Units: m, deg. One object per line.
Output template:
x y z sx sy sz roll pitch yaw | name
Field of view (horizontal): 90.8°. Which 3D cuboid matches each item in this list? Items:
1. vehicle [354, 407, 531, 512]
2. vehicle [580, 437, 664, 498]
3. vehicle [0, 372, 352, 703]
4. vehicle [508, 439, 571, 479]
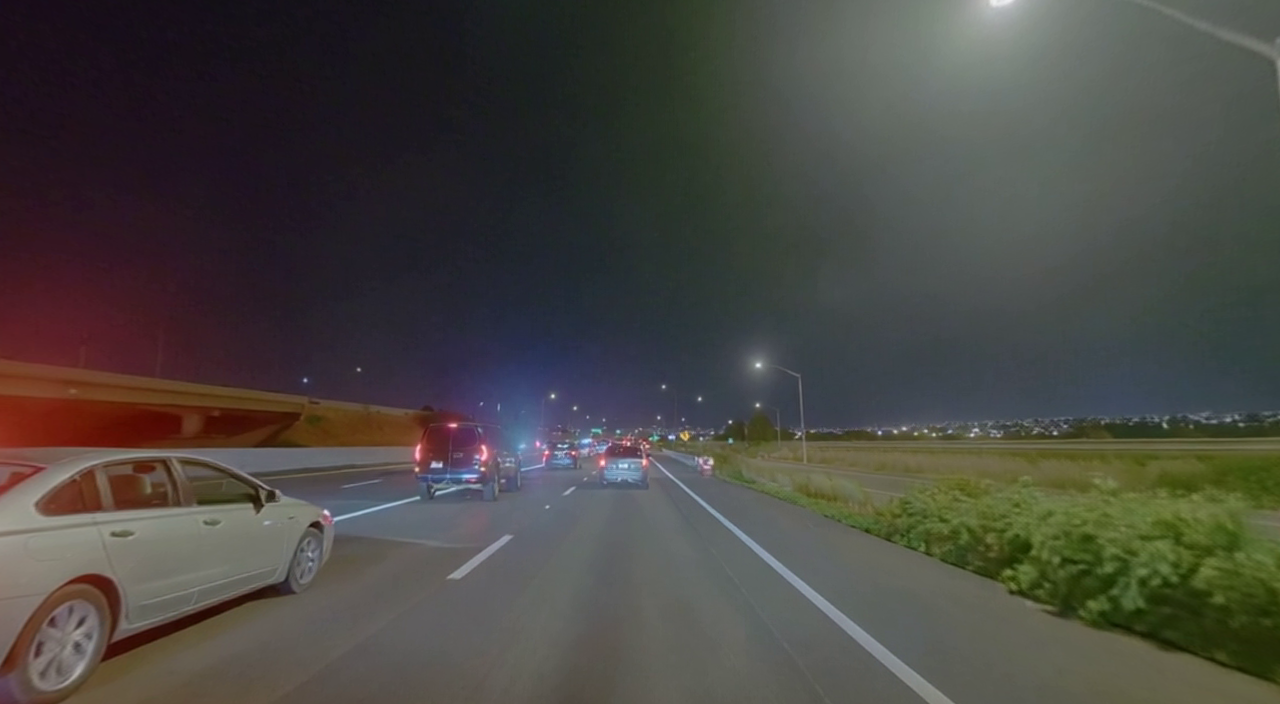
-4.284 2.490 15.044 2.324 2.012 5.740 0 -9 0 | vehicle
-0.468 3.148 17.548 2.069 1.484 3.918 0 -9 -1 | vehicle
-3.820 1.050 3.777 2.041 1.604 4.384 0 -9 1 | vehicle
-3.975 4.296 25.582 1.824 1.459 4.007 0 -9 1 | vehicle
